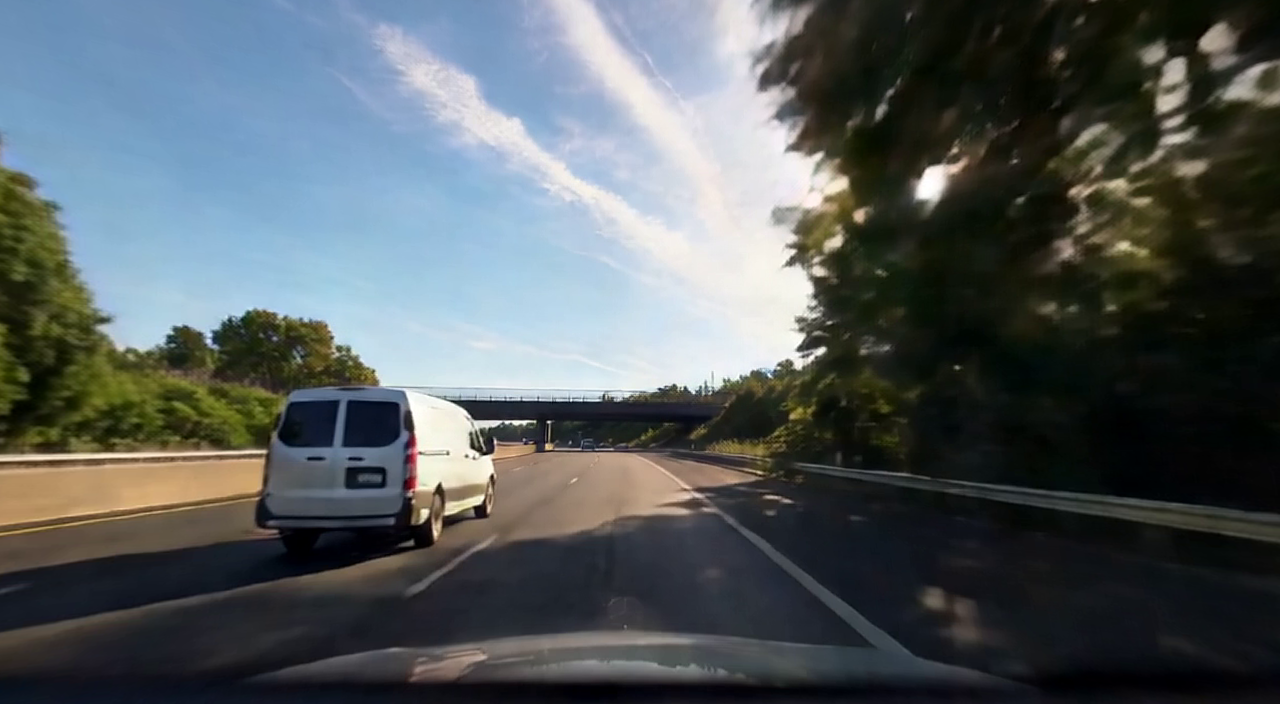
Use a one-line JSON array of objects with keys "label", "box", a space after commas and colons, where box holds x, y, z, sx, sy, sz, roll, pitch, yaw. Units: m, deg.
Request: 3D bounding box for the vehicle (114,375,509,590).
[{"label": "vehicle", "box": [-3.435, 1.522, 8.175, 2.372, 1.891, 5.061, 0, -8, 0]}]
